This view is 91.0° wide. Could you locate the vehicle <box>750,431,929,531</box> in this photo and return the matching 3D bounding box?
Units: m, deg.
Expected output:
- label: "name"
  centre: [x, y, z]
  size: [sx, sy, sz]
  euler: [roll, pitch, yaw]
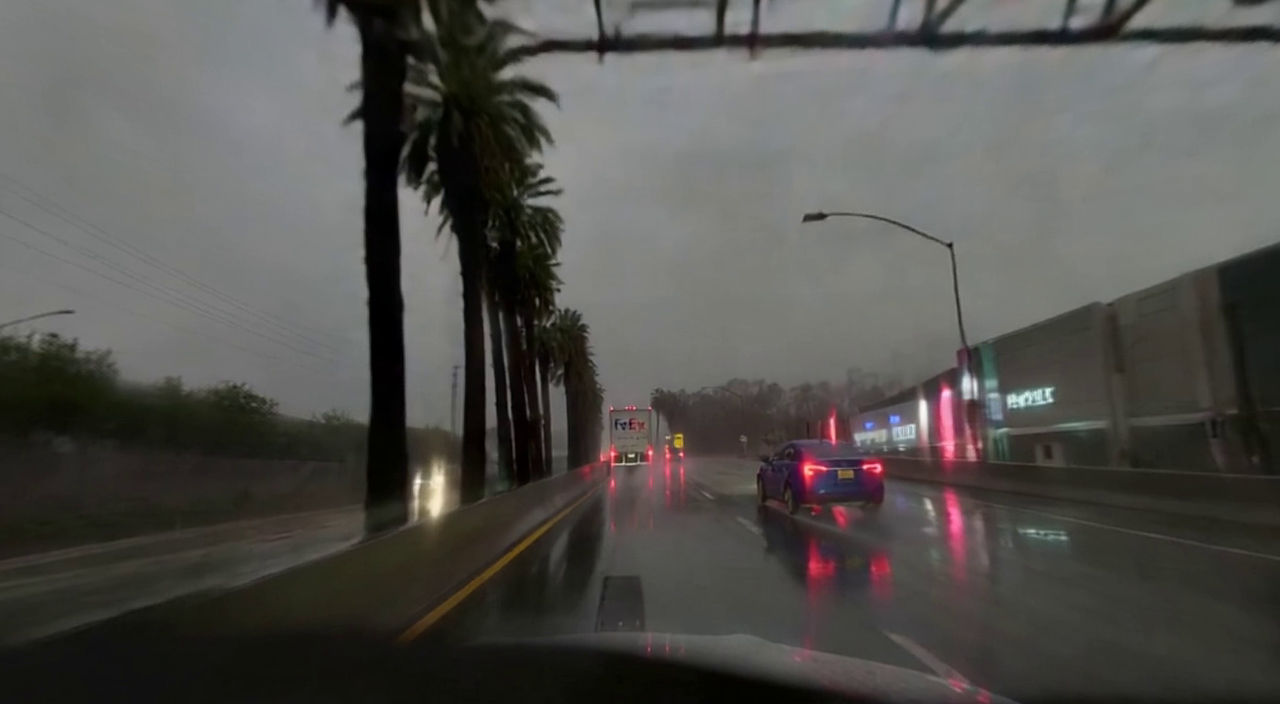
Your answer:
- label: "vehicle"
  centre: [3.526, 2.372, 12.114]
  size: [1.966, 1.558, 4.238]
  euler: [0, -9, -1]
